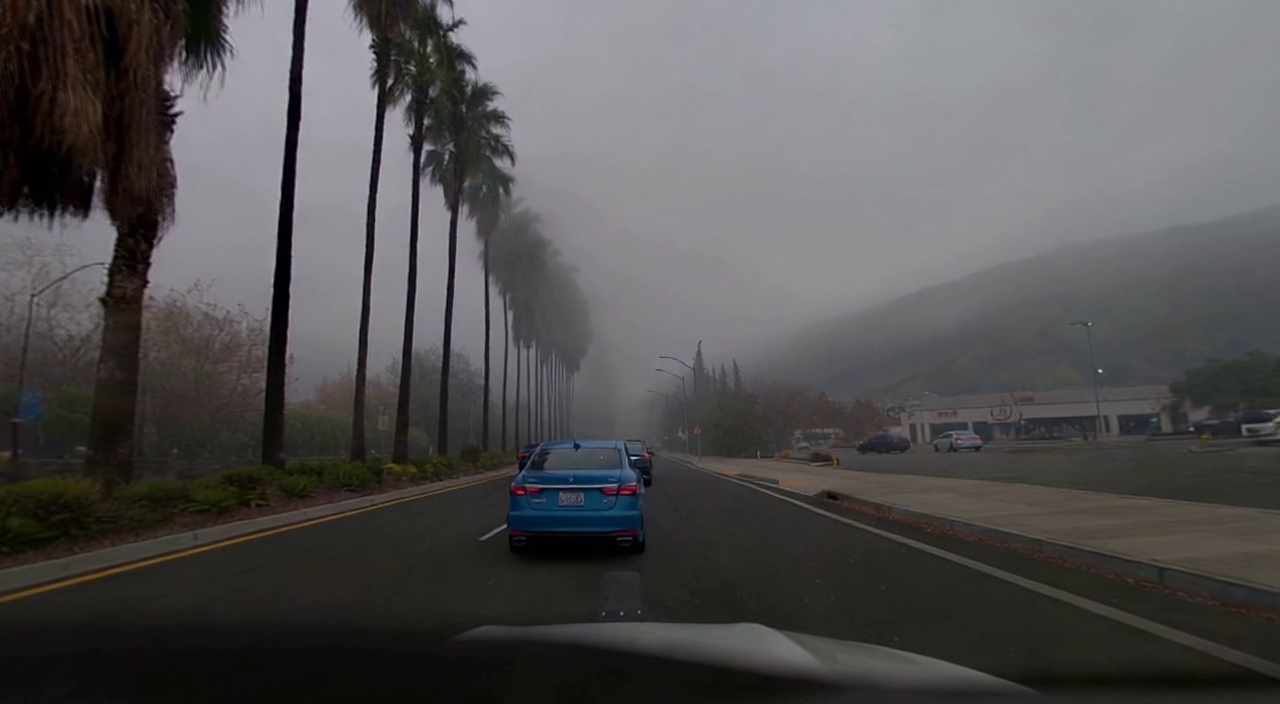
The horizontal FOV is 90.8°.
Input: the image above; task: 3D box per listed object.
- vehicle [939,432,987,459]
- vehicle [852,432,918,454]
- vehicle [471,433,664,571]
[{"bbox_3d":[19.586,5.646,38.183,1.961,1.526,4.640,-6,-10,33],"label":"vehicle"},{"bbox_3d":[19.189,7.177,49.672,1.925,1.652,4.490,6,-10,-34],"label":"vehicle"},{"bbox_3d":[-0.863,1.907,8.817,2.067,1.459,3.886,0,-8,-3],"label":"vehicle"}]
